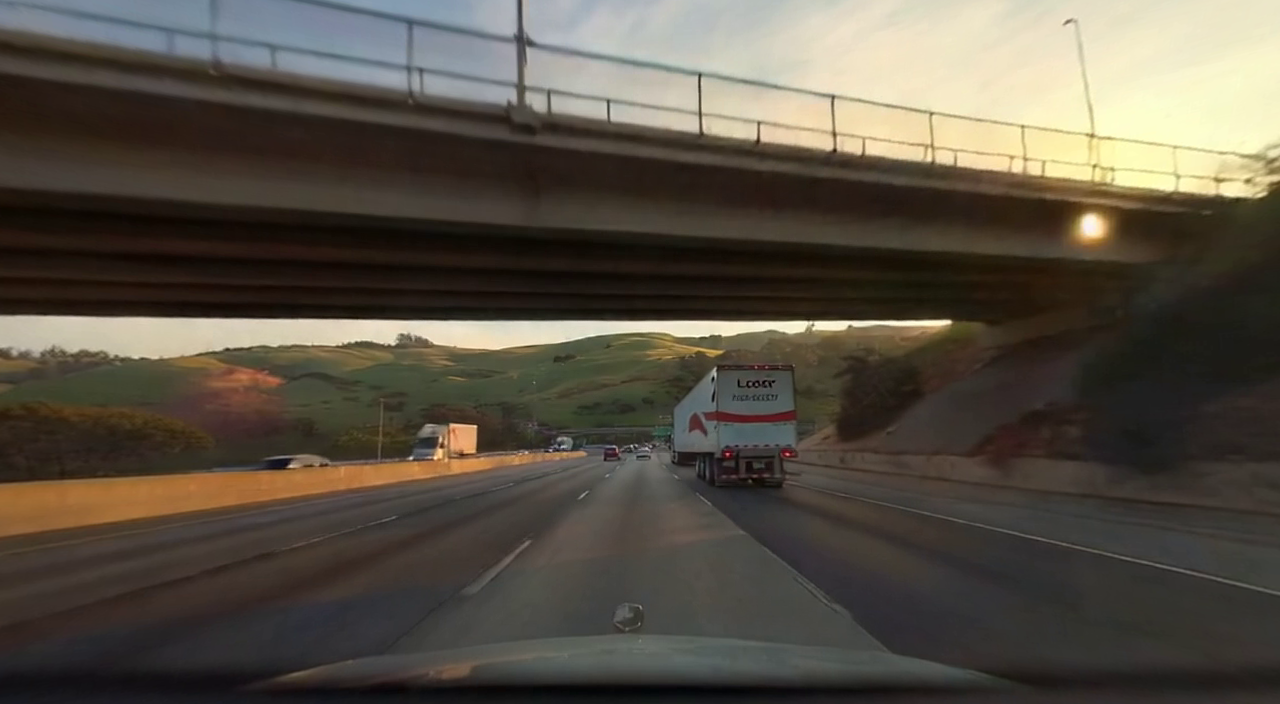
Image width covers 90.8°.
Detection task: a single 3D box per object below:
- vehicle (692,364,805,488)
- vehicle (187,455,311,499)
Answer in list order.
[{"bbox_3d":[3.827,3.017,24.661,2.885,3.992,8.526,0,-9,0],"label":"vehicle"},{"bbox_3d":[-15.024,4.795,24.617,1.881,1.492,4.598,0,-9,0],"label":"vehicle"}]
